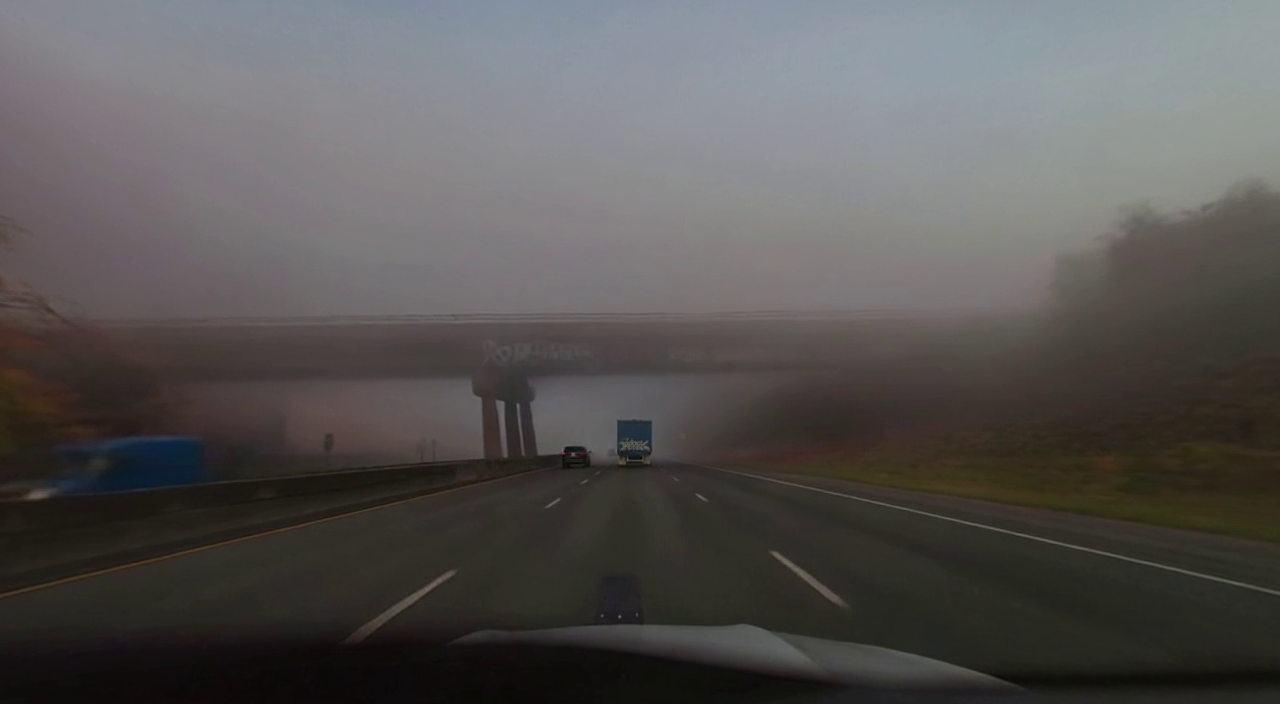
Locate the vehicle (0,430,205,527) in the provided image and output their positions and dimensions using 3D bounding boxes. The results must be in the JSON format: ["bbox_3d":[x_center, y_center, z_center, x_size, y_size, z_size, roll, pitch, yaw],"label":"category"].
[{"bbox_3d":[-17.592,3.793,19.581,2.564,2.452,7.489,0,-9,0],"label":"vehicle"}]

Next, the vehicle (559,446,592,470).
[{"bbox_3d":[-4.359,7.210,42.683,1.892,1.529,3.996,0,-9,-1],"label":"vehicle"}]
